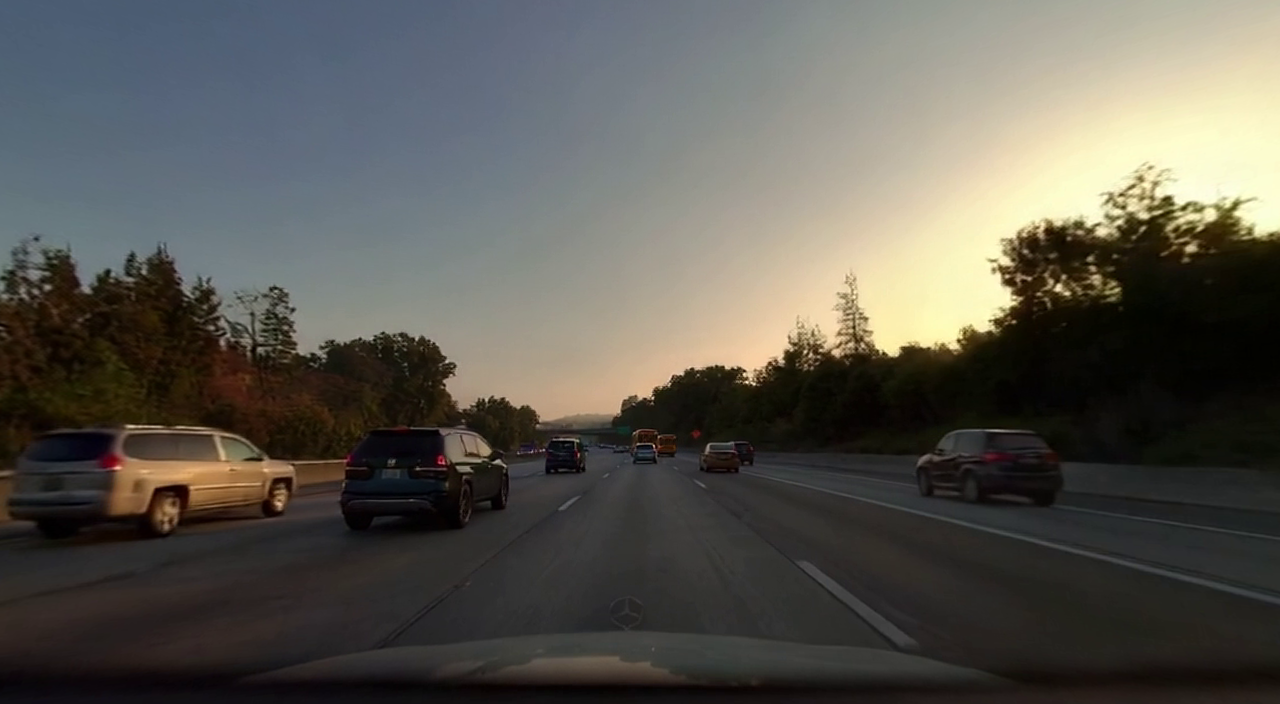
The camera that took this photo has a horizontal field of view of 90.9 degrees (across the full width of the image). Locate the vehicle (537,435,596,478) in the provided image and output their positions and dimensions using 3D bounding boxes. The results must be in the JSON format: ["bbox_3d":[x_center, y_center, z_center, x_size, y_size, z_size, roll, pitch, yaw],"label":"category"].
[{"bbox_3d":[-3.422,4.966,30.195,2.155,1.843,4.567,0,-8,1],"label":"vehicle"}]

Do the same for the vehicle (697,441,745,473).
[{"bbox_3d":[4.438,5.856,35.377,2.050,1.661,4.636,0,-8,-1],"label":"vehicle"}]

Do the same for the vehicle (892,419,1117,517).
[{"bbox_3d":[8.138,2.647,14.926,2.227,1.895,5.197,0,-8,0],"label":"vehicle"}]

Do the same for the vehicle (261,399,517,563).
[{"bbox_3d":[-3.386,1.845,9.699,2.016,1.898,4.458,0,-8,1],"label":"vehicle"}]

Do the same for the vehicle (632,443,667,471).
[{"bbox_3d":[0.558,6.342,38.265,2.042,1.632,3.654,0,-8,1],"label":"vehicle"}]

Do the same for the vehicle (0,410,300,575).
[{"bbox_3d":[-7.593,1.938,9.584,2.072,1.852,4.760,-1,-8,2],"label":"vehicle"}]
